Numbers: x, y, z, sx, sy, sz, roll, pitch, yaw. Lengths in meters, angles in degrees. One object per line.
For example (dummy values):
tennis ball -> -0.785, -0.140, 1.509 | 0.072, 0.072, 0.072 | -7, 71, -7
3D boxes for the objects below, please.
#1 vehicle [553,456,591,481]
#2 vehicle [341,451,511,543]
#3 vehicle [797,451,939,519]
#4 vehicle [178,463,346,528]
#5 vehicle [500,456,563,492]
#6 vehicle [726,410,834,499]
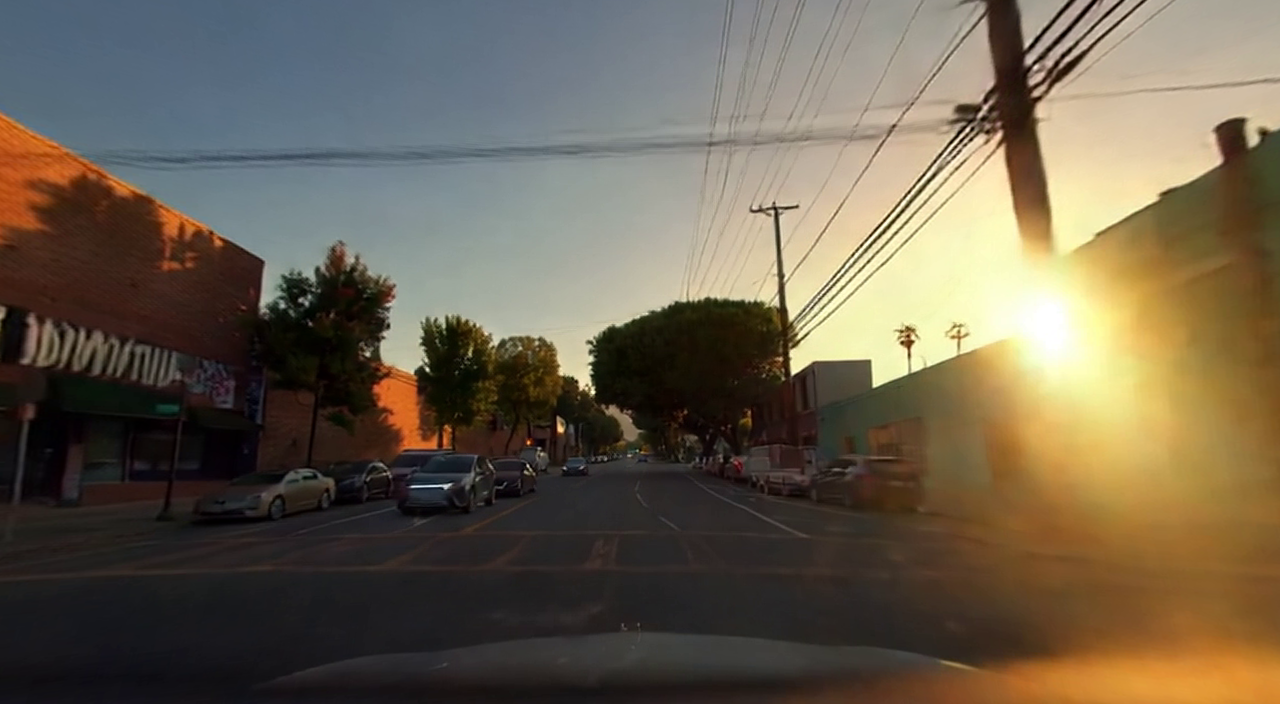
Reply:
vehicle -> -4.417, 7.592, 41.542 | 1.925, 1.479, 4.444 | 0, -9, 1
vehicle -> -4.069, 2.800, 12.880 | 2.050, 1.505, 4.219 | 0, -9, -1
vehicle -> 6.278, 3.663, 18.041 | 1.963, 1.646, 4.204 | 1, -9, -9
vehicle -> -10.226, 3.878, 17.578 | 1.978, 1.452, 4.263 | 0, -9, 1
vehicle -> -4.979, 5.658, 29.631 | 1.845, 1.469, 4.413 | -1, -9, 5
vehicle -> 5.600, 4.304, 26.814 | 2.815, 3.203, 7.558 | 0, -9, 0
